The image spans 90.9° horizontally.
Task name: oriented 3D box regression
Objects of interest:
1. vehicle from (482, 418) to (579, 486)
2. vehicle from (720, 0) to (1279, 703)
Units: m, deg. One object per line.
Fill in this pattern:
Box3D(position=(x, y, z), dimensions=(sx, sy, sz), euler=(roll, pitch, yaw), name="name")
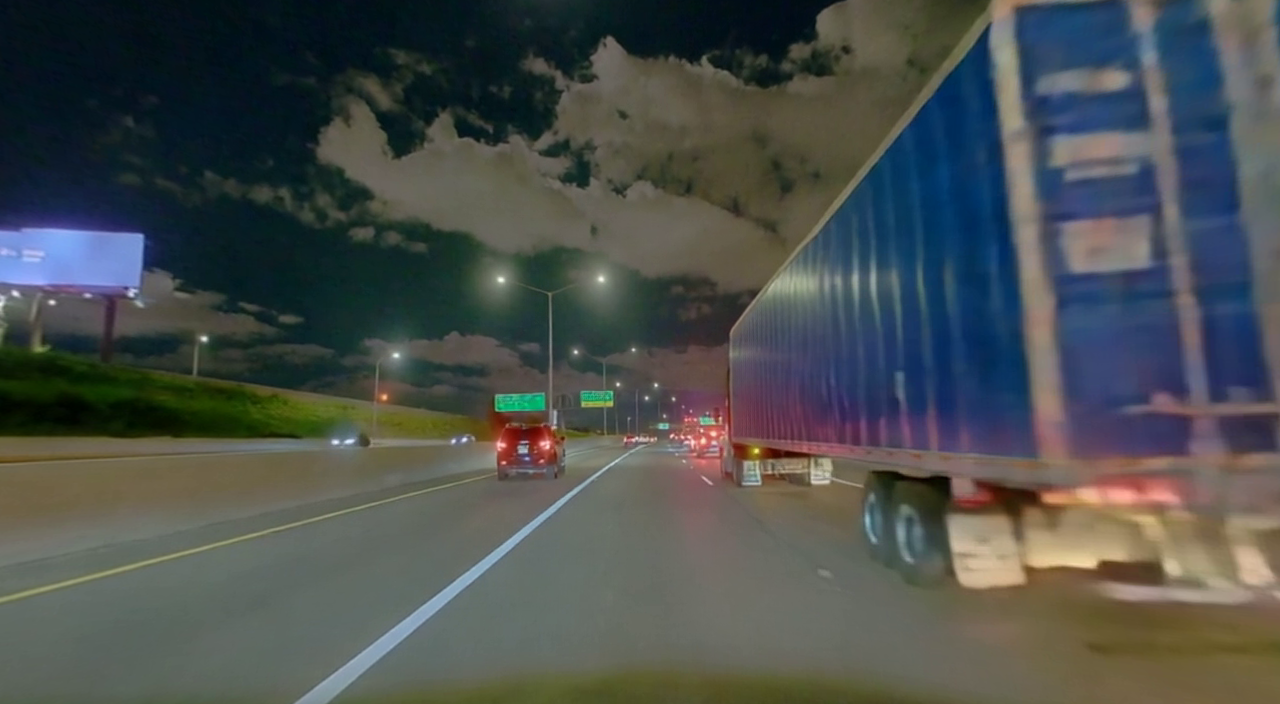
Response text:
Box3D(position=(-3.033, 2.887, 18.438), dimensions=(2.006, 1.741, 4.277), euler=(-1, -8, 1), name="vehicle")
Box3D(position=(3.866, 0.772, 11.140), dimensions=(2.903, 4.190, 15.630), euler=(0, -8, 0), name="vehicle")
